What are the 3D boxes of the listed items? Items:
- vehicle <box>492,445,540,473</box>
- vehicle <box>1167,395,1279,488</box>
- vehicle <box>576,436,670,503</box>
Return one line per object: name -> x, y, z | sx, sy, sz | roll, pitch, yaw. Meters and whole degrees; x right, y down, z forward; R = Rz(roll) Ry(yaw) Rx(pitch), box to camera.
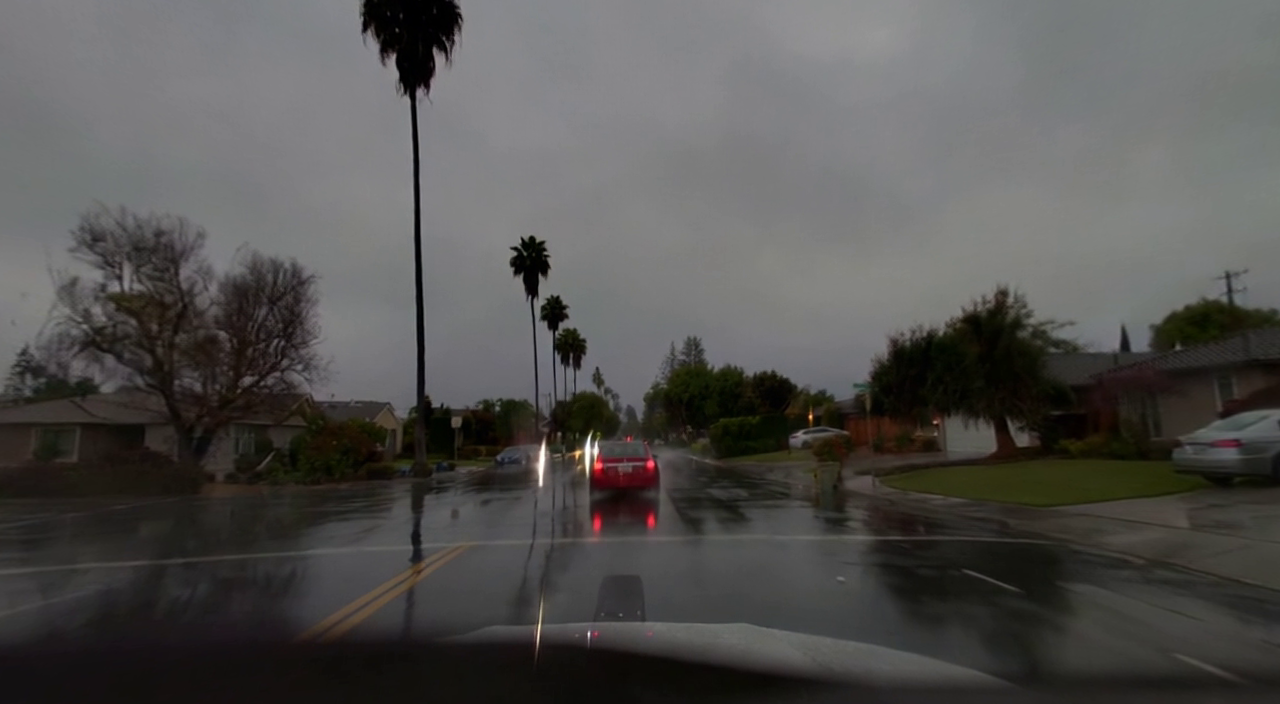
vehicle -> -7.931, 6.877, 40.746 | 2.069, 1.441, 4.368 | -3, -7, 2
vehicle -> 14.164, 1.879, 13.253 | 4.343, 1.807, 1.914 | 0, -9, 2
vehicle -> -0.423, 2.952, 16.298 | 2.098, 1.483, 4.099 | 0, -9, -1
